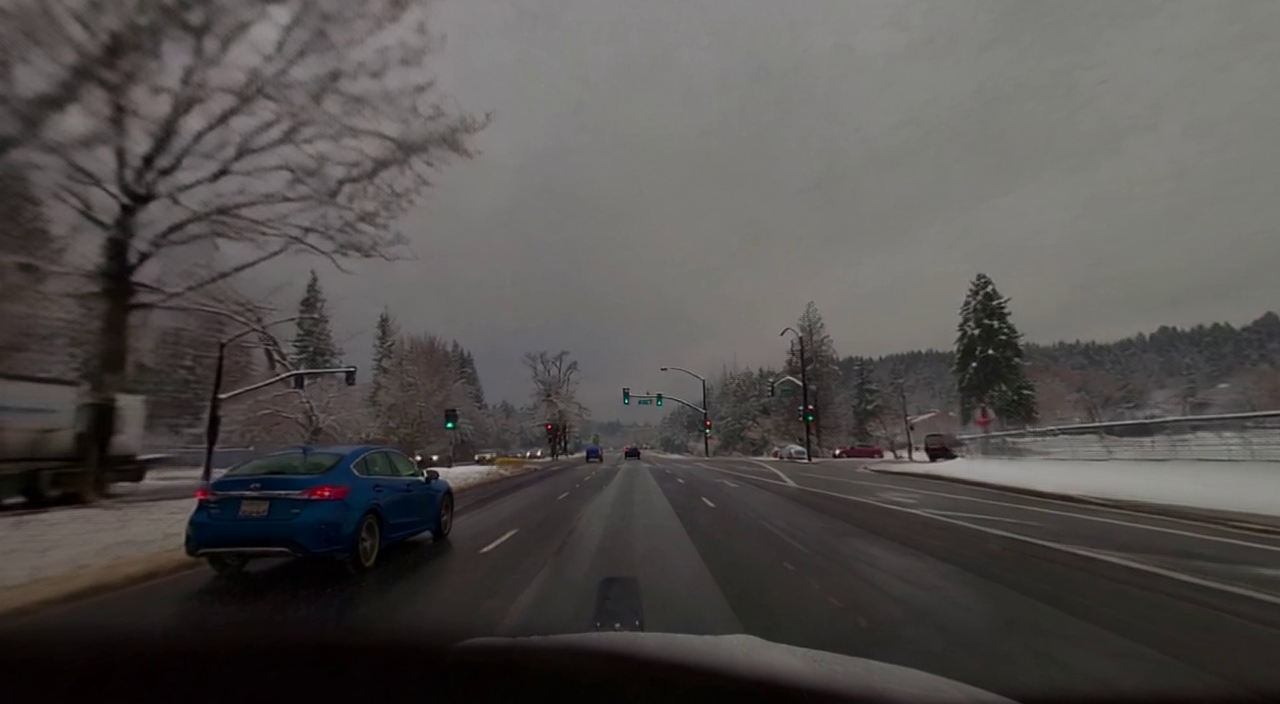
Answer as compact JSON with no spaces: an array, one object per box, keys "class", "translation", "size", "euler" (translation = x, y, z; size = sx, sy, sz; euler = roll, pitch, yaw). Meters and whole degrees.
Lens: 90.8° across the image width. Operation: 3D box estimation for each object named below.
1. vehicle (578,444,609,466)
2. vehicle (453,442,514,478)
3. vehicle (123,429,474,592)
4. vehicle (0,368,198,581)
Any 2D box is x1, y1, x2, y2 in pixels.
[{"class":"vehicle","translation":[-3.577,8.056,49.492],"size":[2.103,1.592,4.160],"euler":[0,-9,0]},{"class":"vehicle","translation":[-7.737,5.371,31.614],"size":[1.964,1.627,4.147],"euler":[0,-9,0]},{"class":"vehicle","translation":[-3.612,1.739,7.845],"size":[1.905,1.418,4.396],"euler":[0,-9,0]},{"class":"vehicle","translation":[-7.319,1.117,5.680],"size":[2.274,2.040,6.031],"euler":[0,-9,0]}]
